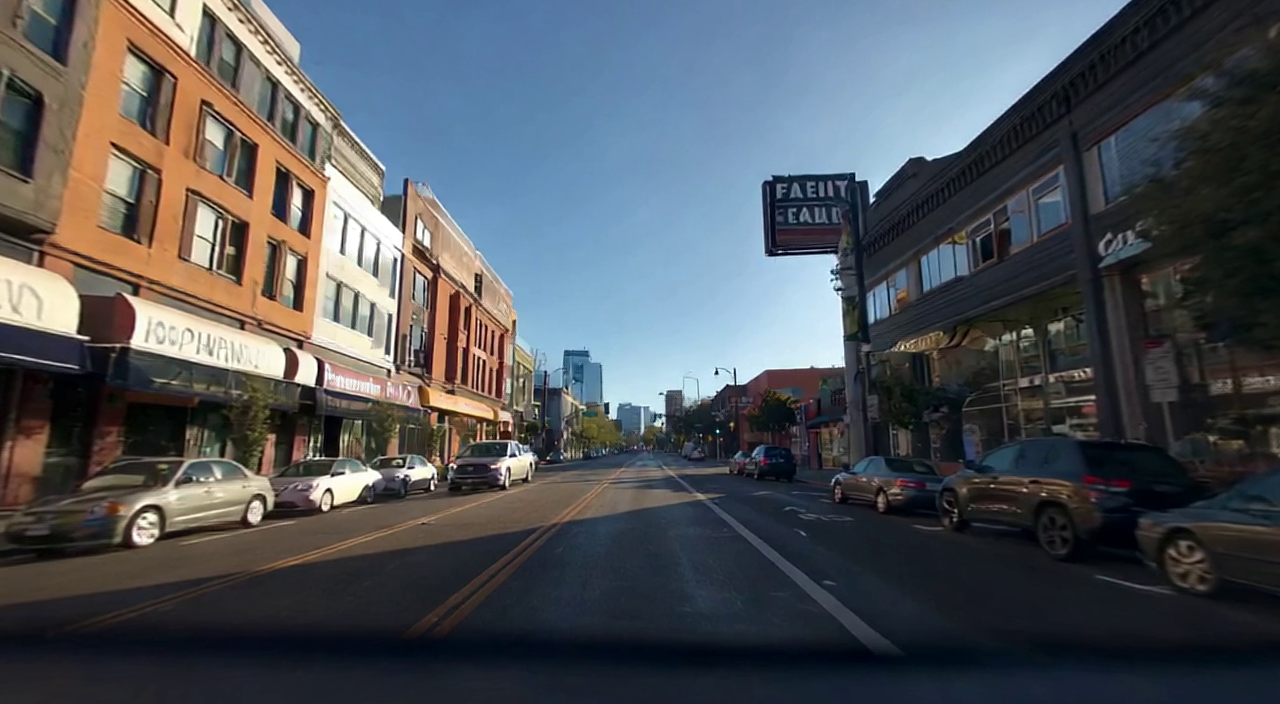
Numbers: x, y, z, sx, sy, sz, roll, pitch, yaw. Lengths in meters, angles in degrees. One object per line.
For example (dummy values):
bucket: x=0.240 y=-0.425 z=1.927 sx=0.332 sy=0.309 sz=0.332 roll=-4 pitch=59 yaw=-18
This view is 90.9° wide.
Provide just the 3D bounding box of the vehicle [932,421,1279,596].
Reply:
vehicle: x=5.827 y=1.859 z=8.415 sx=1.864 sy=1.699 sz=4.317 roll=0 pitch=-8 yaw=2

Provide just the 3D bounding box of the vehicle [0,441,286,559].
vehicle: x=-8.995 y=2.721 z=12.023 sx=1.916 sy=1.738 sz=4.451 roll=-1 pitch=-11 yaw=-1

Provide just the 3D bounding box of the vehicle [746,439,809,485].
vehicle: x=6.158 y=4.958 z=28.764 sx=1.922 sy=1.871 sz=4.477 roll=0 pitch=-8 yaw=1

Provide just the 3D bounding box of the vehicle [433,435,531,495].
vehicle: x=-5.569 y=4.054 z=23.088 sx=2.203 sy=1.937 sz=5.133 roll=0 pitch=-8 yaw=1

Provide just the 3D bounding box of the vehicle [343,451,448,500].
vehicle: x=-8.716 y=4.479 z=22.972 sx=1.905 sy=1.576 sz=4.566 roll=-1 pitch=-11 yaw=1

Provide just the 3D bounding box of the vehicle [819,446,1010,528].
vehicle: x=5.747 y=2.842 z=14.007 sx=2.032 sy=1.466 sz=4.660 roll=0 pitch=-8 yaw=-2

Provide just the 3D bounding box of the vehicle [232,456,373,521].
vehicle: x=-8.964 y=3.647 z=17.138 sx=1.783 sy=1.512 sz=3.678 roll=-1 pitch=-11 yaw=-1
